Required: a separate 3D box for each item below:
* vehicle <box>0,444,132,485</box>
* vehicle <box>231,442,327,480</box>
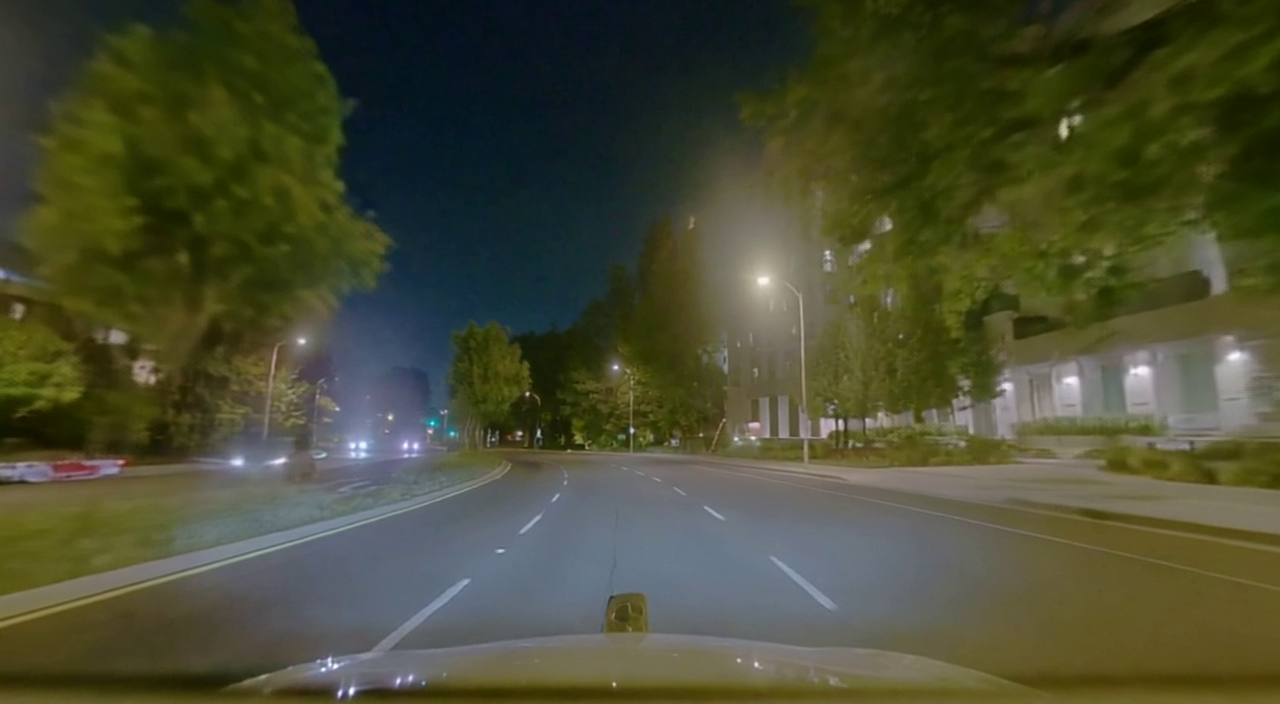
[{"bbox_3d":[-22.686,4.388,24.972,1.844,1.452,4.362,1,-8,-7],"label":"vehicle"},{"bbox_3d":[-15.590,4.681,27.512,1.987,1.489,4.389,1,-8,-7],"label":"vehicle"}]
